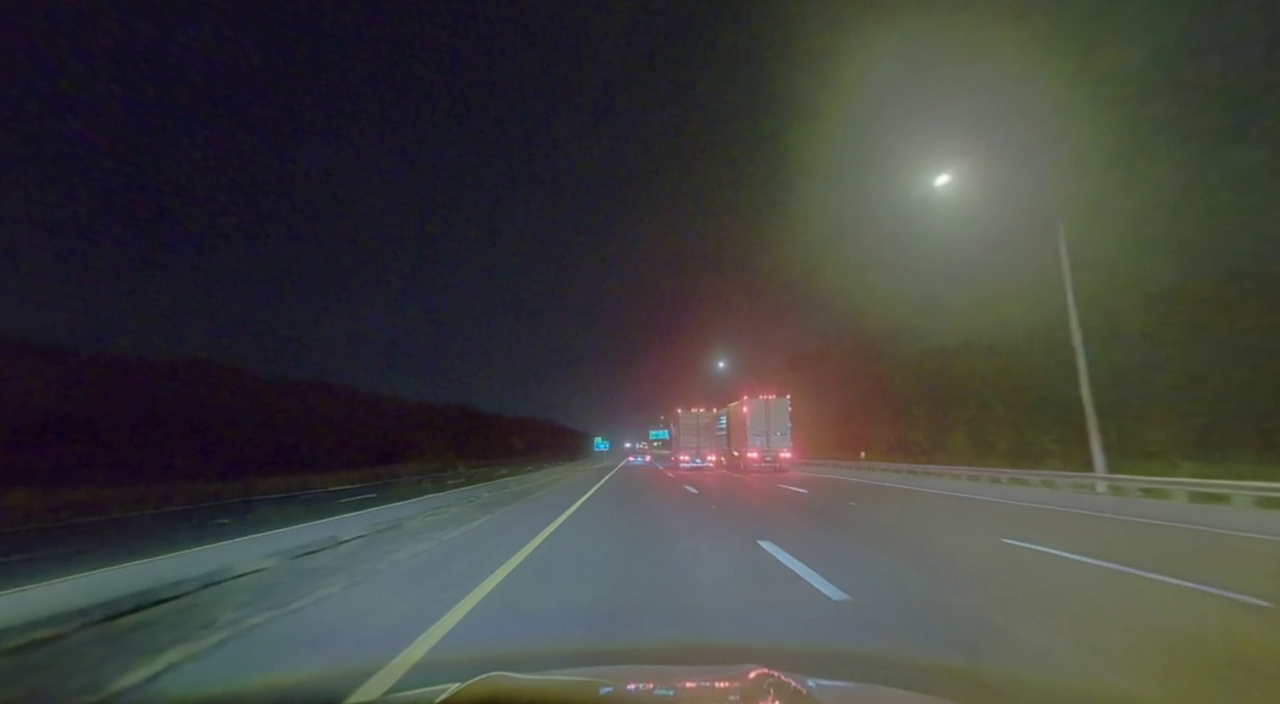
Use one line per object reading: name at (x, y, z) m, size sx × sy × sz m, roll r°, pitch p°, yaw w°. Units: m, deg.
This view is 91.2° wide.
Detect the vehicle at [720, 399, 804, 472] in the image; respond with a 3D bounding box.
vehicle at (7.875, 5.793, 42.833) m, size 3.268 × 4.172 × 12.771 m, roll -1°, pitch -8°, yaw 1°

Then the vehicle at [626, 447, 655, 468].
vehicle at (0.020, 7.752, 46.246) m, size 2.083 × 1.473 × 3.923 m, roll 0°, pitch -9°, yaw 0°

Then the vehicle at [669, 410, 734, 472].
vehicle at (3.511, 5.412, 37.769) m, size 2.859 × 3.332 × 7.735 m, roll 0°, pitch -9°, yaw -2°
